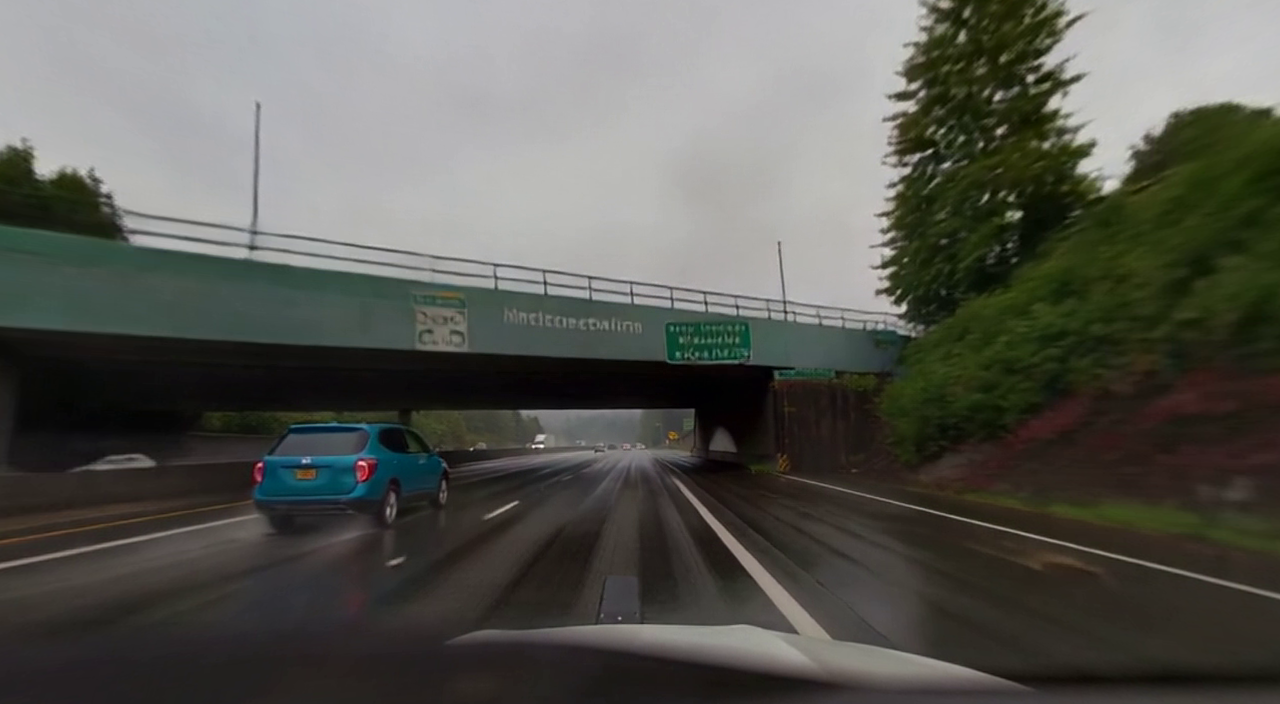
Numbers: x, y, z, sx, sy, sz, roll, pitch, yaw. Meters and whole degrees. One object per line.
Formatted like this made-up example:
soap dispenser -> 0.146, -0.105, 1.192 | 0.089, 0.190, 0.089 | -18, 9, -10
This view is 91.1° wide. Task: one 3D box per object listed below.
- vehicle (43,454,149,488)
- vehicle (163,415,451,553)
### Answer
vehicle -> -27.887, 6.082, 32.386 | 1.773, 1.554, 4.111 | 0, -8, -1
vehicle -> -4.736, 1.924, 9.892 | 2.125, 1.662, 4.336 | 0, -8, 0
